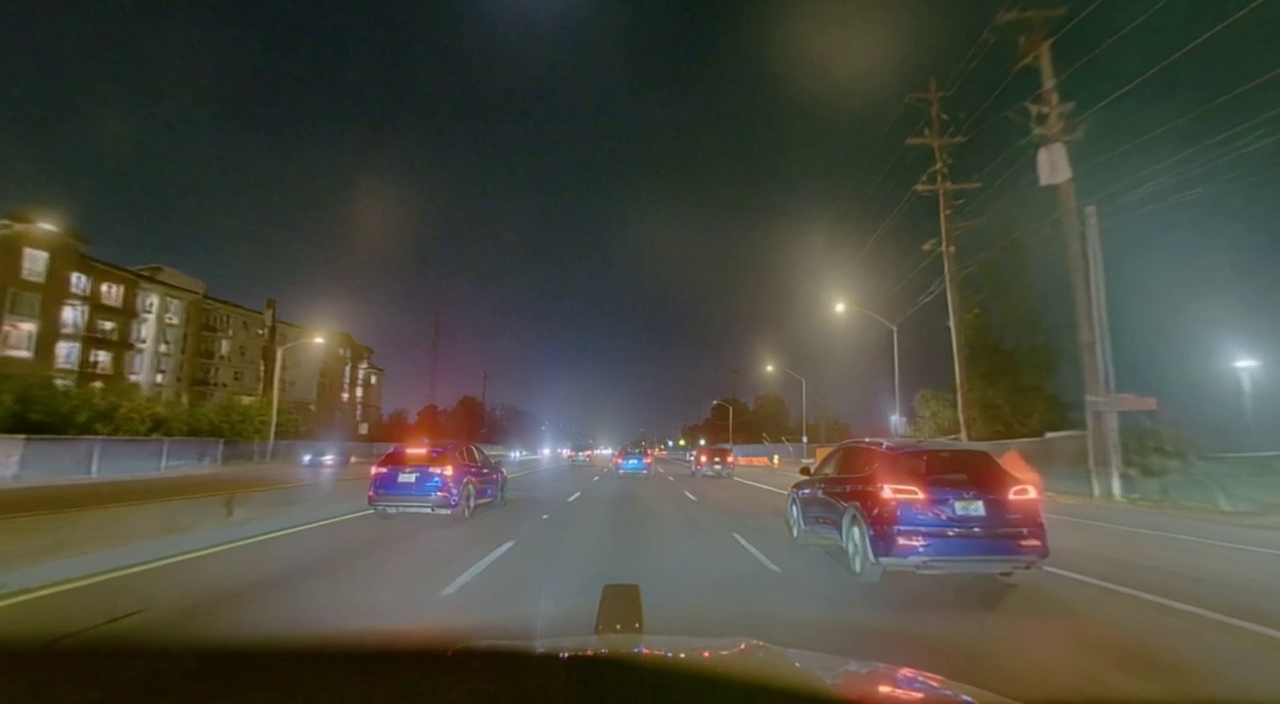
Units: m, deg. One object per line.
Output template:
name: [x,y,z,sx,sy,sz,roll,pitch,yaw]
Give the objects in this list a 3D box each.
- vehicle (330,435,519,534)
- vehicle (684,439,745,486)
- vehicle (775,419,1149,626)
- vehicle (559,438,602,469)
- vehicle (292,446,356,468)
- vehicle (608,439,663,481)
vehicle: [-3.644,2.303,11.620,1.968,1.473,4.209,0,-8,0]
vehicle: [3.088,4.664,27.024,2.029,1.797,4.218,0,-8,-1]
vehicle: [2.959,1.635,7.020,1.975,1.598,4.025,0,-8,-1]
vehicle: [-3.629,6.282,39.321,2.190,1.832,4.417,0,-8,1]
vehicle: [-22.020,7.325,44.238,2.053,1.472,4.526,0,-8,1]
vehicle: [-0.189,4.824,28.546,2.291,1.714,4.217,0,-8,0]
